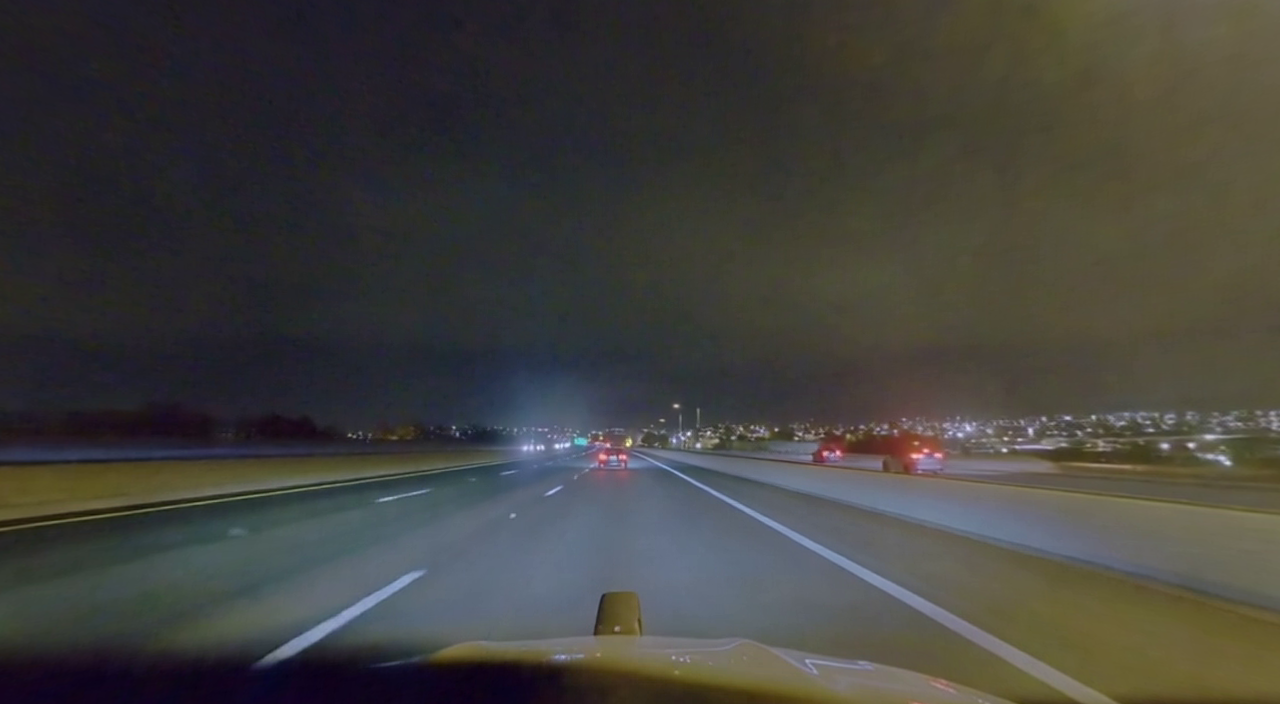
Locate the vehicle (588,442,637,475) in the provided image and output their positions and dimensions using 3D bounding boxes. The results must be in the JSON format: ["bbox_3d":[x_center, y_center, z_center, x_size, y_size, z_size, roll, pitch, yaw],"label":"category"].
[{"bbox_3d":[-1.284,5.242,31.025,2.055,1.509,4.255,-1,-9,2],"label":"vehicle"}]
